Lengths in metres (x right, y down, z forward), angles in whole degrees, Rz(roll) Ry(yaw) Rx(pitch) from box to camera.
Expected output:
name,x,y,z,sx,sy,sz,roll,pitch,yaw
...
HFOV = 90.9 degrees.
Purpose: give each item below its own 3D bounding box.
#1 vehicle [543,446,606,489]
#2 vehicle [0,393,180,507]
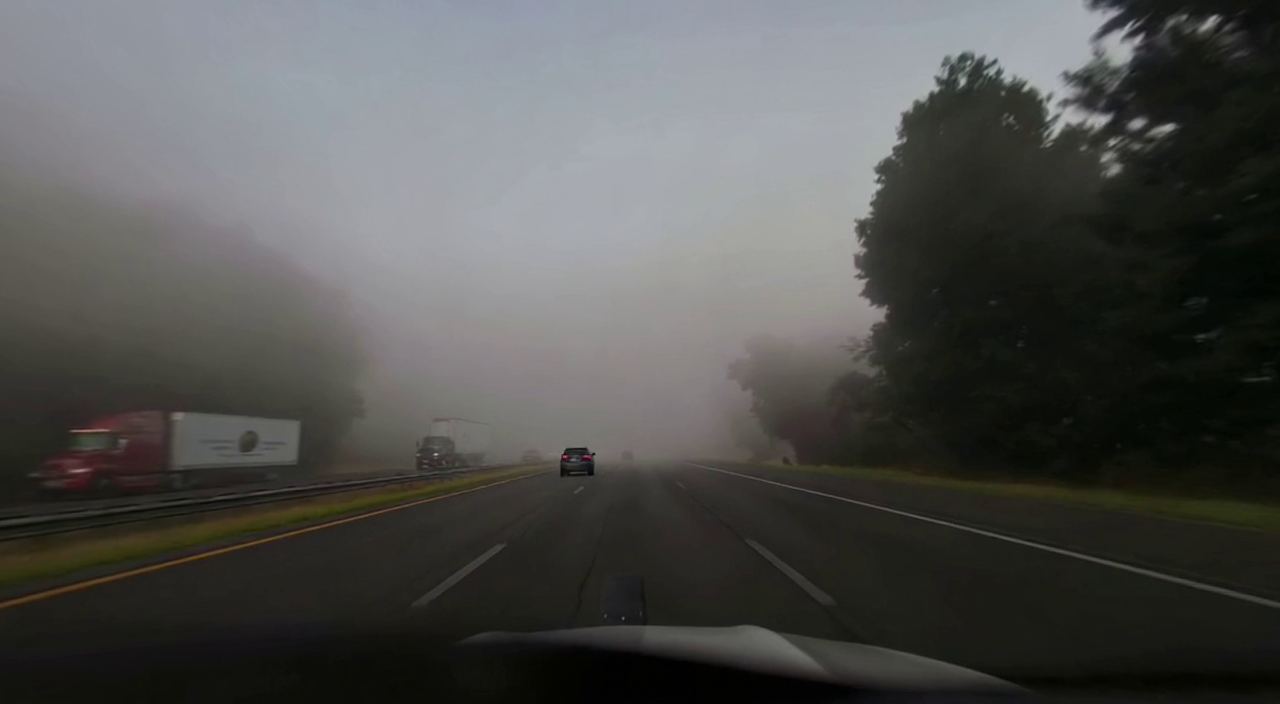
name,x,y,z,sx,sy,sz,roll,pitch,yaw
vehicle,-2.441,4.429,24.513,1.916,1.494,4.335,0,-9,1
vehicle,-22.745,3.943,25.477,3.087,3.948,6.786,0,-9,-2
